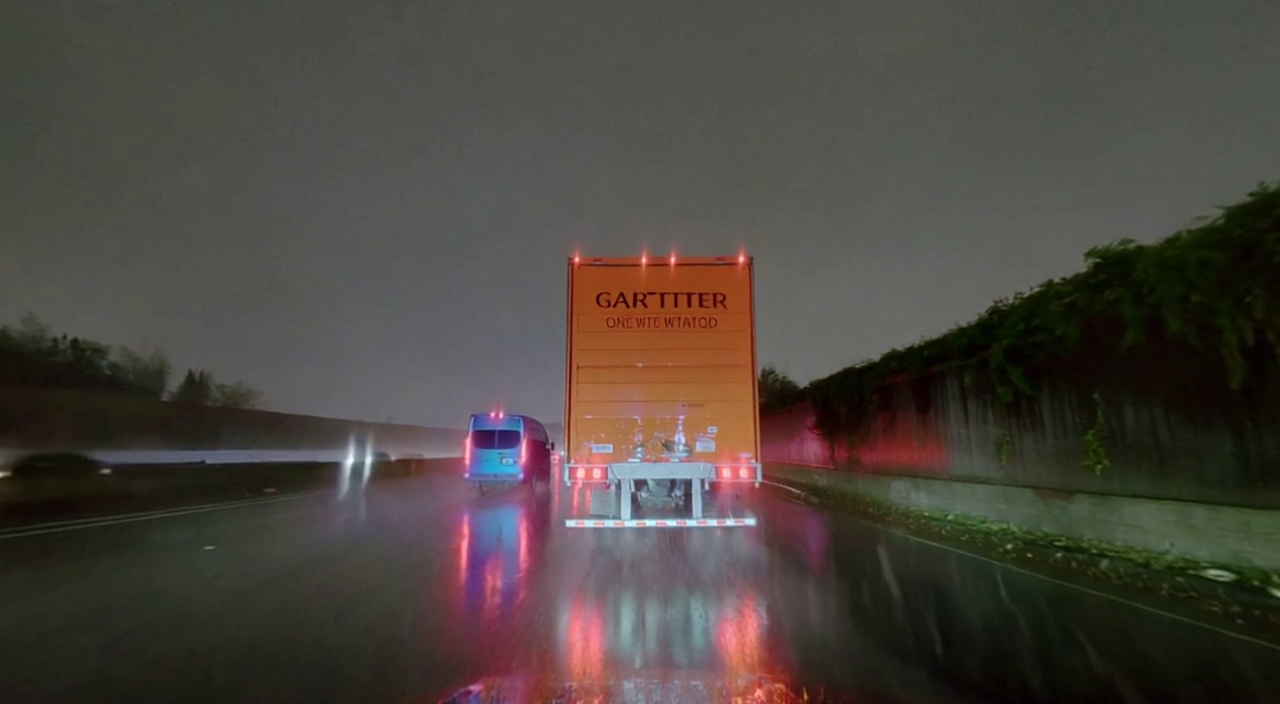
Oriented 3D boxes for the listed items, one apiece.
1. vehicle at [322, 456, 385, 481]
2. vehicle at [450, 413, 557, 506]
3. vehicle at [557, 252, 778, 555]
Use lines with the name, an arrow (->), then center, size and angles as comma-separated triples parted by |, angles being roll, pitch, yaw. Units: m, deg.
vehicle -> -19.613, 7.964, 43.455 | 1.963, 1.545, 4.717 | 0, -9, 2
vehicle -> -4.062, 3.330, 19.810 | 2.208, 2.522, 5.187 | 0, -9, 0
vehicle -> 0.422, 1.451, 13.681 | 2.853, 4.054, 10.557 | 0, -9, 1
